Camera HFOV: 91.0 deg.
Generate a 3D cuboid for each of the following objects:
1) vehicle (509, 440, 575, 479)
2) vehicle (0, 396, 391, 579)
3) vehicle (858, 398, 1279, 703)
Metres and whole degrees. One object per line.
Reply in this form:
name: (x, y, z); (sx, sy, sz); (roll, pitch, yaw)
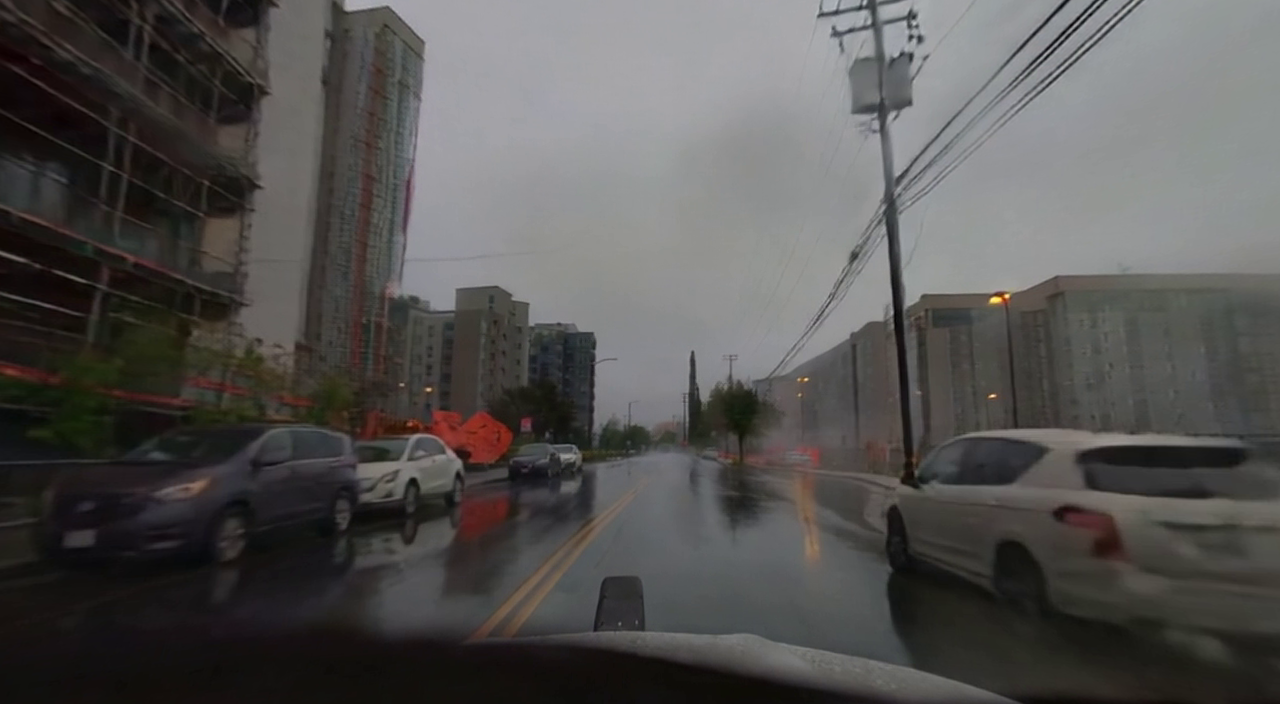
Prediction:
vehicle: (-4.379, 4.889, 28.902); (1.998, 1.633, 4.673); (-1, -8, 4)
vehicle: (-5.653, 1.757, 8.972); (1.953, 1.871, 4.712); (-1, -9, 5)
vehicle: (3.974, 1.531, 6.157); (2.097, 1.777, 5.003); (0, -9, 3)
